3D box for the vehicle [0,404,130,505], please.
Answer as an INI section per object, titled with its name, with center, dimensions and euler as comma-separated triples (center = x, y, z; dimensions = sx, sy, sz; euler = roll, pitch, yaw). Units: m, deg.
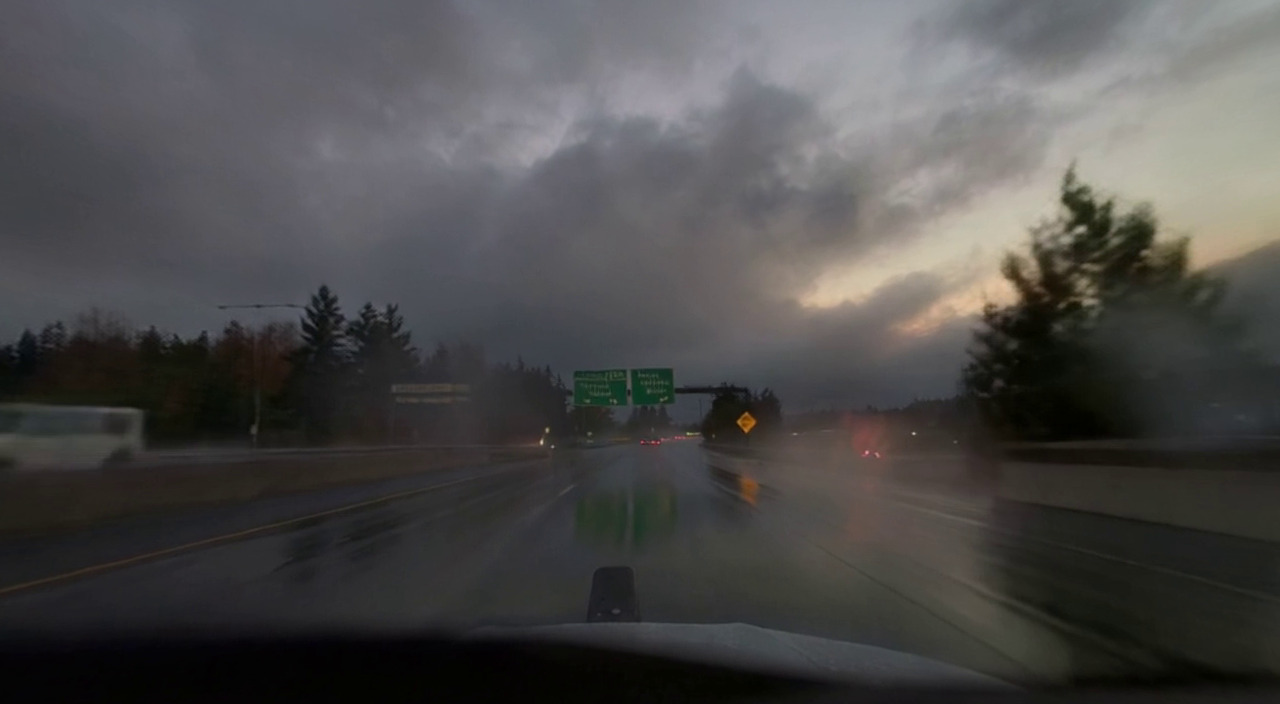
[vehicle]
center = -14.242, 2.170, 13.291
dimensions = 2.360, 2.041, 5.367
euler = -1, -8, 0
